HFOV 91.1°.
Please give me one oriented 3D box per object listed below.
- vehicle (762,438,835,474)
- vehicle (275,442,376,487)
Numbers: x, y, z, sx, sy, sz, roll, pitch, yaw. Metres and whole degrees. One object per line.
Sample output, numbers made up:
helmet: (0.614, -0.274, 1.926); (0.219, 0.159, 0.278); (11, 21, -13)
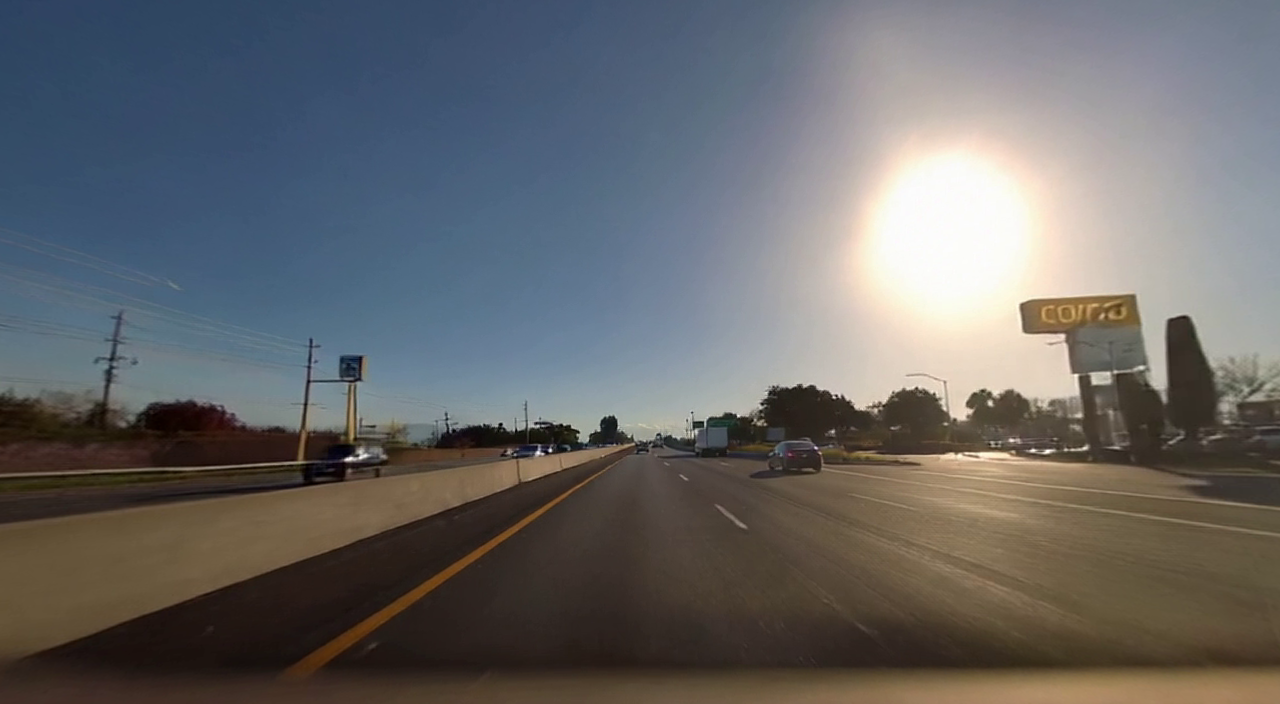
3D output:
vehicle: (7.305, 4.844, 29.563); (2.079, 1.518, 5.032); (0, -8, -1)
vehicle: (-14.222, 5.089, 28.801); (2.056, 1.850, 4.868); (0, -8, 1)
